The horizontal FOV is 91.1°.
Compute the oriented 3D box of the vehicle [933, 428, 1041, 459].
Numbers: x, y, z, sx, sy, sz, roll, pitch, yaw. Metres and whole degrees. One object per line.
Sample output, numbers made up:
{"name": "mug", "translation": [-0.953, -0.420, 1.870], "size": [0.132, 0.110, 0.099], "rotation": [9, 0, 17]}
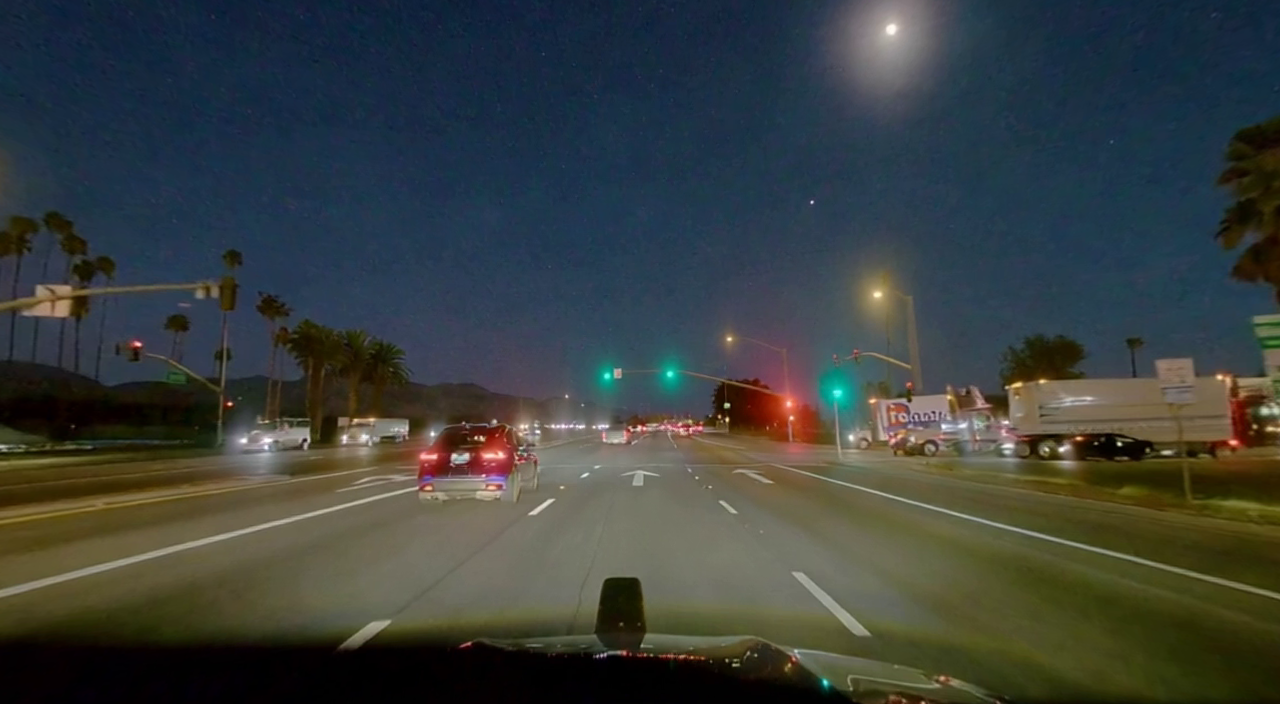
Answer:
{"name": "vehicle", "translation": [19.318, 5.104, 35.091], "size": [4.769, 1.638, 2.091], "rotation": [0, -8, 2]}

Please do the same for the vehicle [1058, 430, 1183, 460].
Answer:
{"name": "vehicle", "translation": [26.444, 5.152, 34.693], "size": [4.992, 1.579, 2.193], "rotation": [0, -8, 2]}

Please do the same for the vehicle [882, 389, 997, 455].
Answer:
{"name": "vehicle", "translation": [18.487, 4.419, 39.109], "size": [5.512, 3.865, 3.002], "rotation": [-1, -10, 5]}

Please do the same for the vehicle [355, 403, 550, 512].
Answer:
{"name": "vehicle", "translation": [-3.323, 2.018, 12.331], "size": [2.287, 1.712, 4.537], "rotation": [0, -8, 2]}

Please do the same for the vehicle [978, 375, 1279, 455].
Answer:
{"name": "vehicle", "translation": [30.272, 3.951, 38.354], "size": [16.628, 4.605, 3.321], "rotation": [-1, -8, 6]}
